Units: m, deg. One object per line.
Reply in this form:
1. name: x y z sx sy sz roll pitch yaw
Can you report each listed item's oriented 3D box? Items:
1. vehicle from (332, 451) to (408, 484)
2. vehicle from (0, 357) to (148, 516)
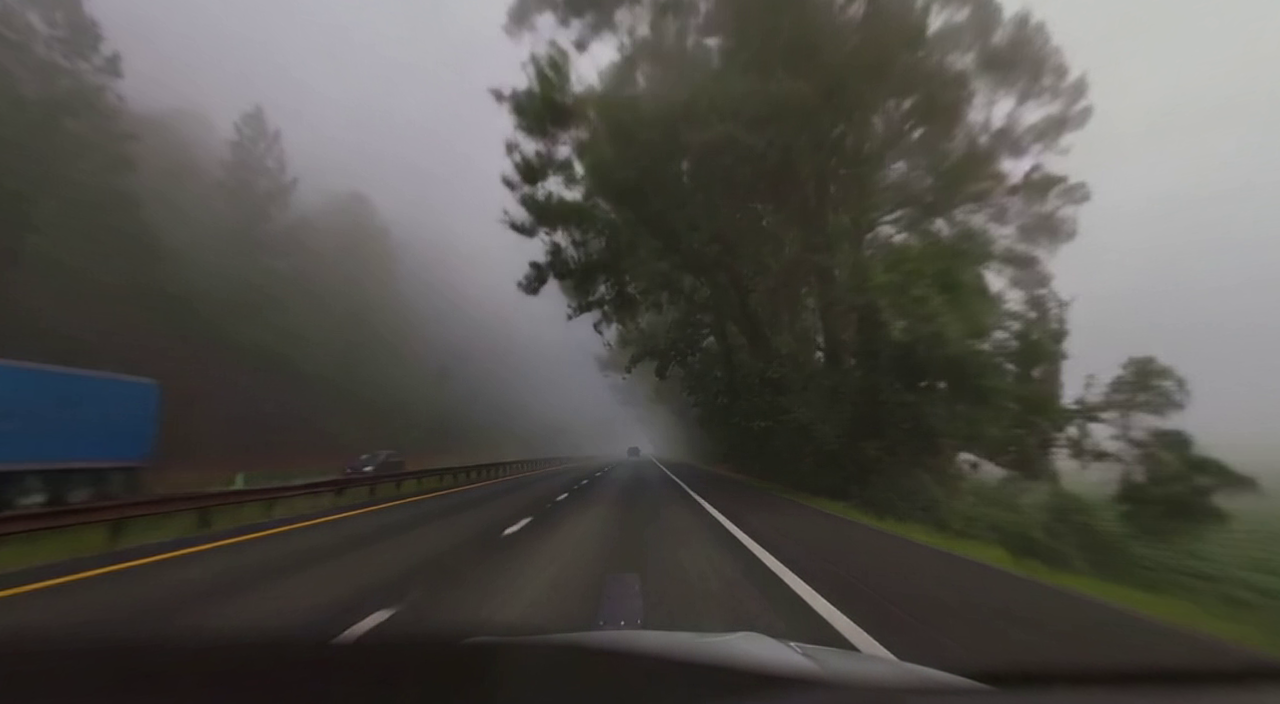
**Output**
1. vehicle: -13.421 5.747 31.607 1.864 1.493 4.344 0 -9 0
2. vehicle: -17.863 1.791 13.668 2.877 4.022 14.209 0 -9 0
